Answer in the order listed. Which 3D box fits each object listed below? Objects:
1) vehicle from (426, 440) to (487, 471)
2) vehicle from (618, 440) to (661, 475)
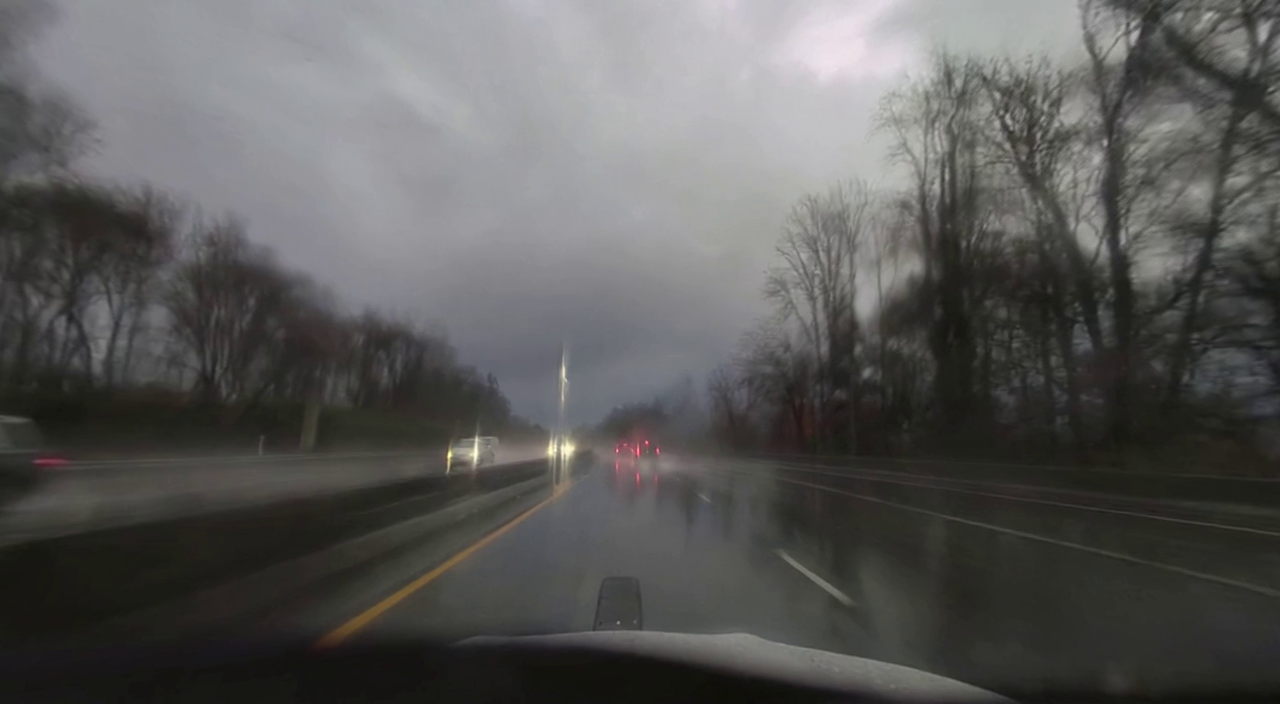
[{"bbox_3d":[-9.495,5.393,32.774,1.950,1.498,4.113,0,-9,0],"label":"vehicle"},{"bbox_3d":[-0.074,5.586,33.432,2.151,1.693,4.201,0,-9,-1],"label":"vehicle"}]
